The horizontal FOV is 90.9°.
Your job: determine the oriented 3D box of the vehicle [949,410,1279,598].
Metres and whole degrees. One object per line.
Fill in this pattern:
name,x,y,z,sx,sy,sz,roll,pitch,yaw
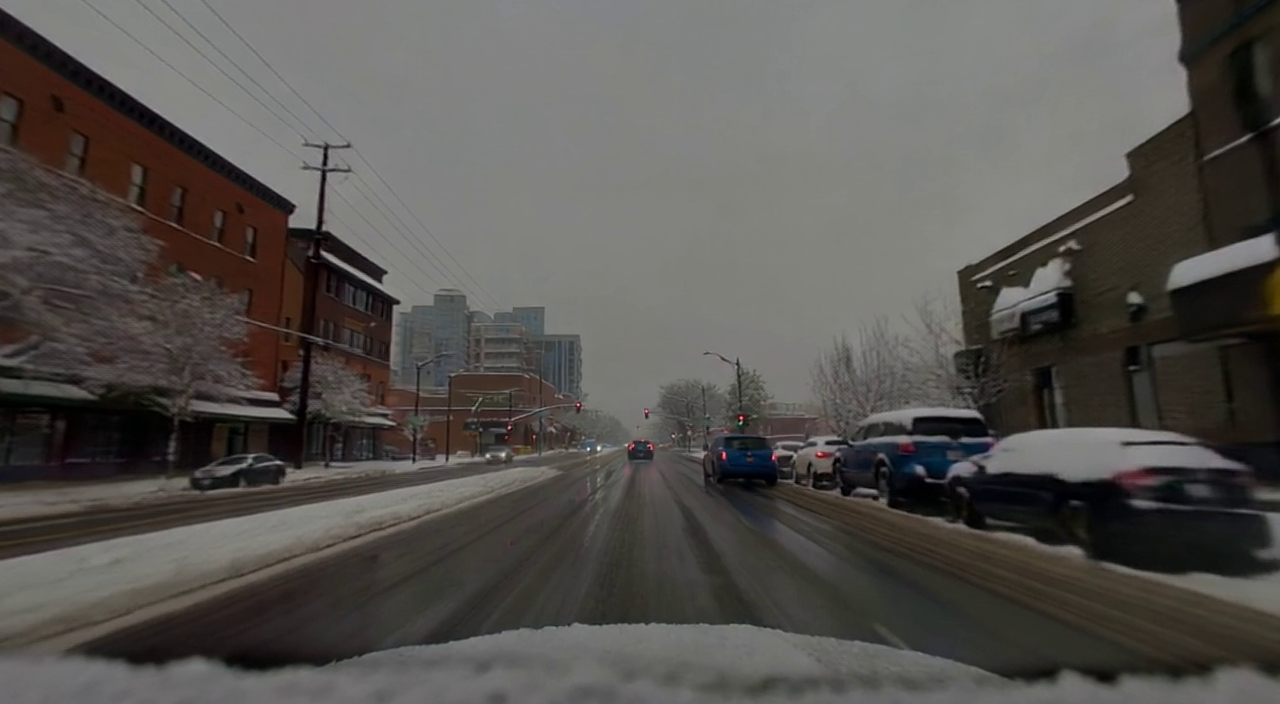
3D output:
vehicle,6.733,1.909,8.933,2.176,1.901,4.887,0,-8,0

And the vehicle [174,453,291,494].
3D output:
vehicle,-17.407,5.169,27.250,1.924,1.558,4.620,0,-8,1

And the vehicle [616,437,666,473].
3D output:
vehicle,0.048,4.952,30.376,2.245,1.587,4.094,0,-8,0

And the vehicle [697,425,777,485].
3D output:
vehicle,3.463,3.793,23.453,2.159,1.938,4.836,0,-8,0

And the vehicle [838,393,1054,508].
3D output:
vehicle,6.759,2.283,14.881,2.396,2.218,5.242,0,-8,0
